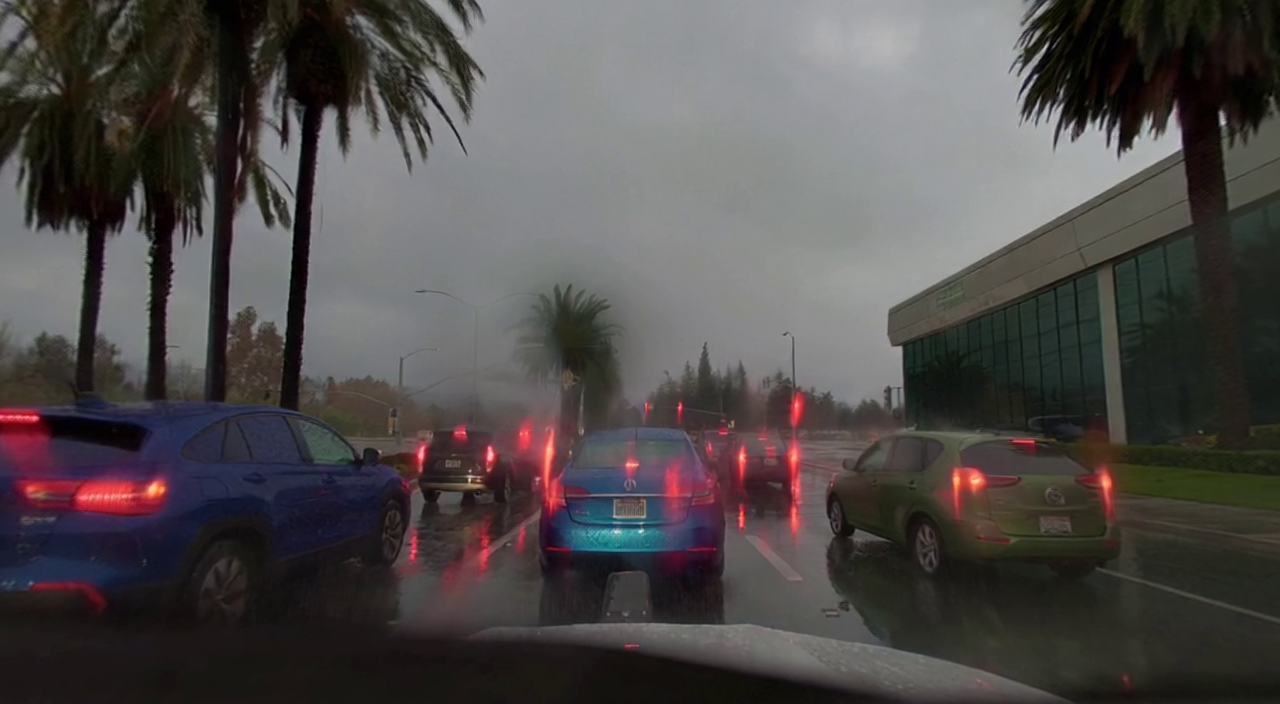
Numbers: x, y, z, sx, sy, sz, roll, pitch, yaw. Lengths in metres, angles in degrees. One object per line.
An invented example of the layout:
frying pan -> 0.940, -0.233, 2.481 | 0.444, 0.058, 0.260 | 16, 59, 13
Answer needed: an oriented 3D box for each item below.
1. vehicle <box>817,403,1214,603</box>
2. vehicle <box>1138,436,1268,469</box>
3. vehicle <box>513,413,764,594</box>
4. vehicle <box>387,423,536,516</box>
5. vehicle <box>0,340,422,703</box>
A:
vehicle -> 3.842, 1.620, 7.675 | 2.064, 1.696, 4.431 | 0, -8, 0
vehicle -> 25.466, 4.548, 28.637 | 4.014, 1.417, 1.777 | -1, -8, 5
vehicle -> -0.053, 1.660, 7.808 | 2.219, 1.586, 4.321 | 0, -8, -1
vehicle -> -3.465, 2.353, 13.073 | 1.917, 1.631, 3.768 | 0, -8, 1
vehicle -> -3.536, 1.141, 5.099 | 2.014, 1.775, 4.404 | 0, -8, -1
